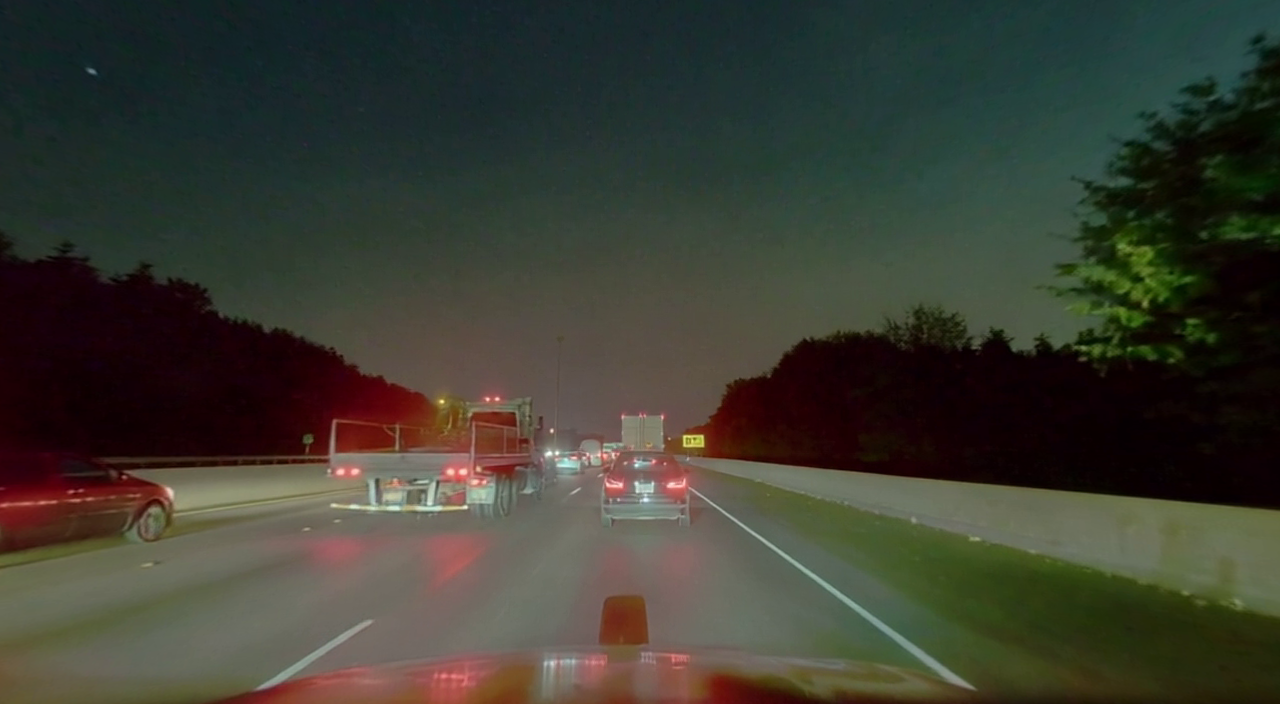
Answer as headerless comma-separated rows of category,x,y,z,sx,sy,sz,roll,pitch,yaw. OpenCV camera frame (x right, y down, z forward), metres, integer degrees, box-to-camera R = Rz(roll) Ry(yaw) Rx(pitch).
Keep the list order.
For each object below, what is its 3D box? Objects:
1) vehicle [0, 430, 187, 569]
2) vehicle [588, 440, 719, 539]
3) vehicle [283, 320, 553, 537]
vehicle,-7.865,1.683,7.348,1.824,1.489,4.422,0,-9,1
vehicle,0.206,2.375,11.389,1.995,1.495,3.380,0,-9,0
vehicle,-3.880,1.741,13.499,2.832,3.293,7.782,0,-9,1
